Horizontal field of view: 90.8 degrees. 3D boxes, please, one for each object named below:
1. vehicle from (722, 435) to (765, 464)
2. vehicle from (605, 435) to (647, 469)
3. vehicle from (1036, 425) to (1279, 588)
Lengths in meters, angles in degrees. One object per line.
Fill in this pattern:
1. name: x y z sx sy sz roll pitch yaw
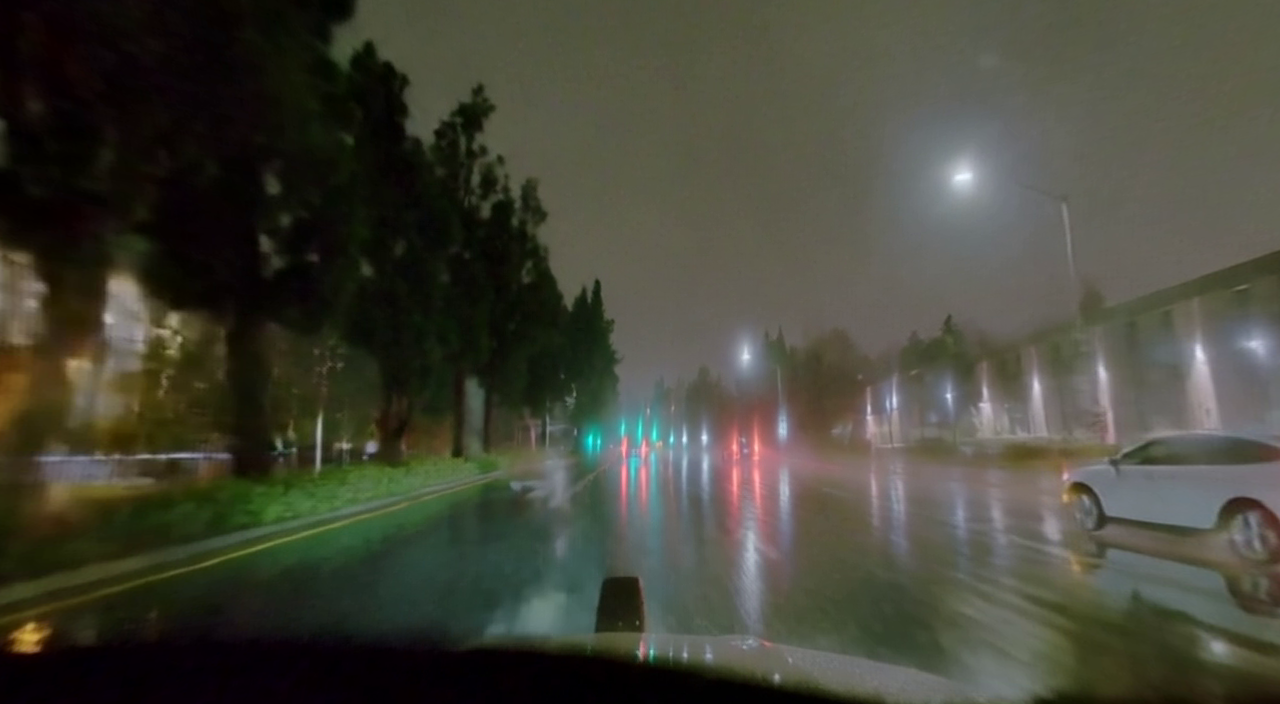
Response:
1. vehicle: 6.769 6.448 41.907 2.026 1.804 4.565 0 -8 -1
2. vehicle: -0.696 5.568 35.365 2.193 1.794 4.457 0 -8 0
3. vehicle: 6.902 1.591 7.034 2.139 1.471 4.393 0 -8 0
